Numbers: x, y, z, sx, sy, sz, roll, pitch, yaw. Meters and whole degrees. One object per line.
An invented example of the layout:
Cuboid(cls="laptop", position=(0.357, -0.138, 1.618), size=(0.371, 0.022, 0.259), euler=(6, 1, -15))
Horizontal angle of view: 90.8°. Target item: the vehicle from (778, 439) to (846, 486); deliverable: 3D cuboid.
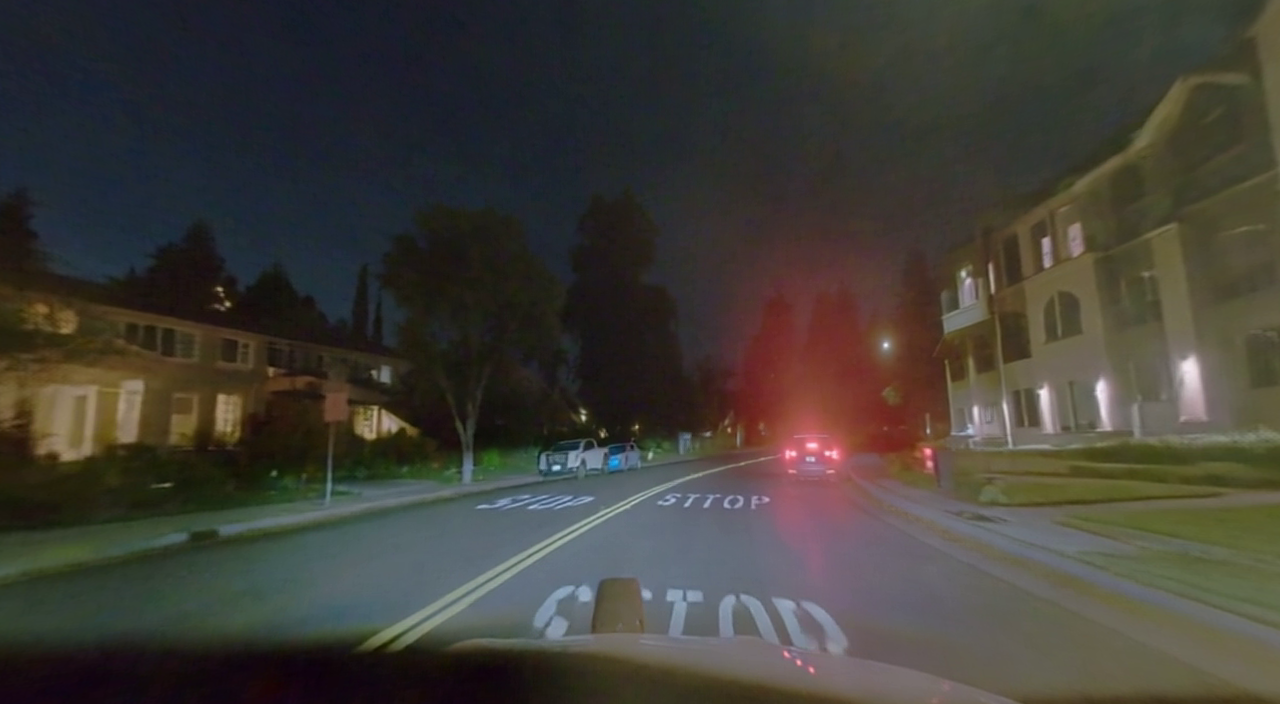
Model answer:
Cuboid(cls="vehicle", position=(6.177, 3.902, 22.739), size=(2.045, 1.478, 4.914), euler=(-3, -9, 15))

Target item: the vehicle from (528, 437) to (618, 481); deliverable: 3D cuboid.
Cuboid(cls="vehicle", position=(-2.737, 4.559, 27.174), size=(2.030, 1.696, 4.828), euler=(-3, -9, 18))
